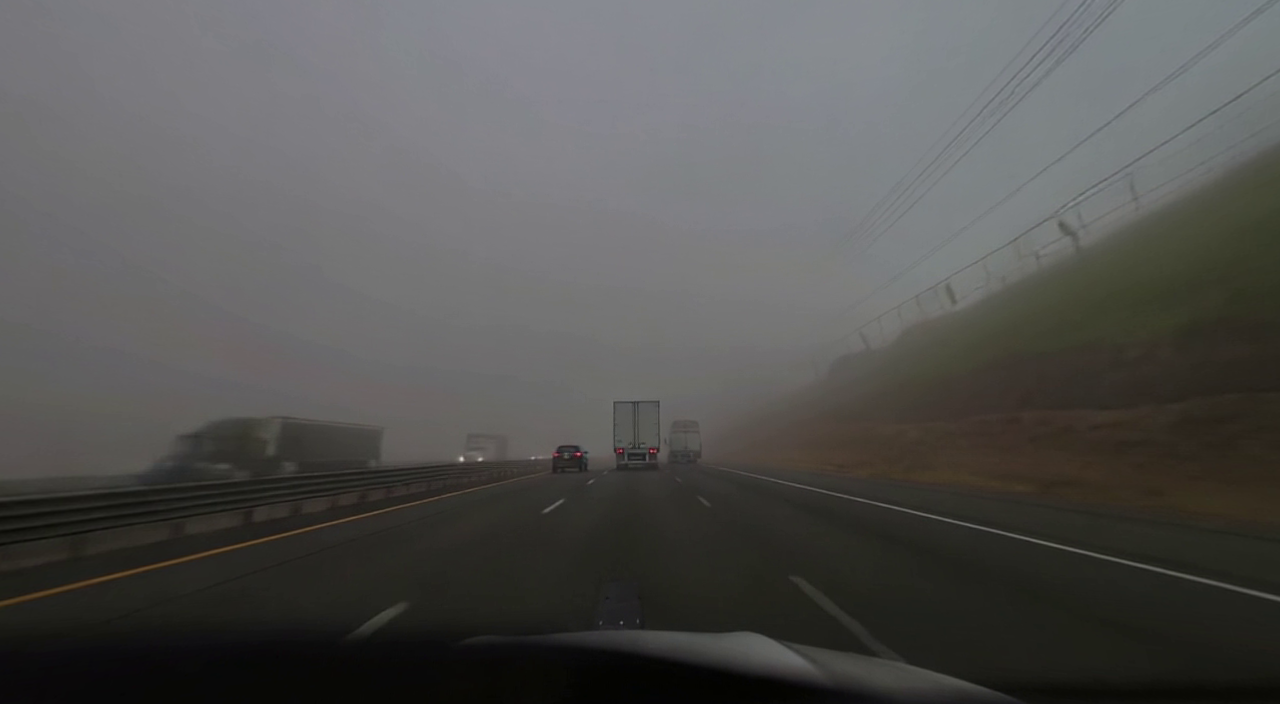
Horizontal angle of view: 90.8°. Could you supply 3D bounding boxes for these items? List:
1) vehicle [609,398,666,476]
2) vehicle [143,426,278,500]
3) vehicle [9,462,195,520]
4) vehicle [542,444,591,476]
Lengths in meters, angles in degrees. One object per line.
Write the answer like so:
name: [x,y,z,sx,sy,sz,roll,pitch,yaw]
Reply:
vehicle: [-0.065,5.273,38.362,2.985,4.025,10.982,0,-9,1]
vehicle: [-17.230,4.470,25.681,2.348,2.689,4.216,0,-9,1]
vehicle: [-17.053,4.387,20.402,1.870,1.513,4.752,0,-9,-1]
vehicle: [-4.079,6.064,35.686,2.170,1.657,4.573,0,-9,1]
